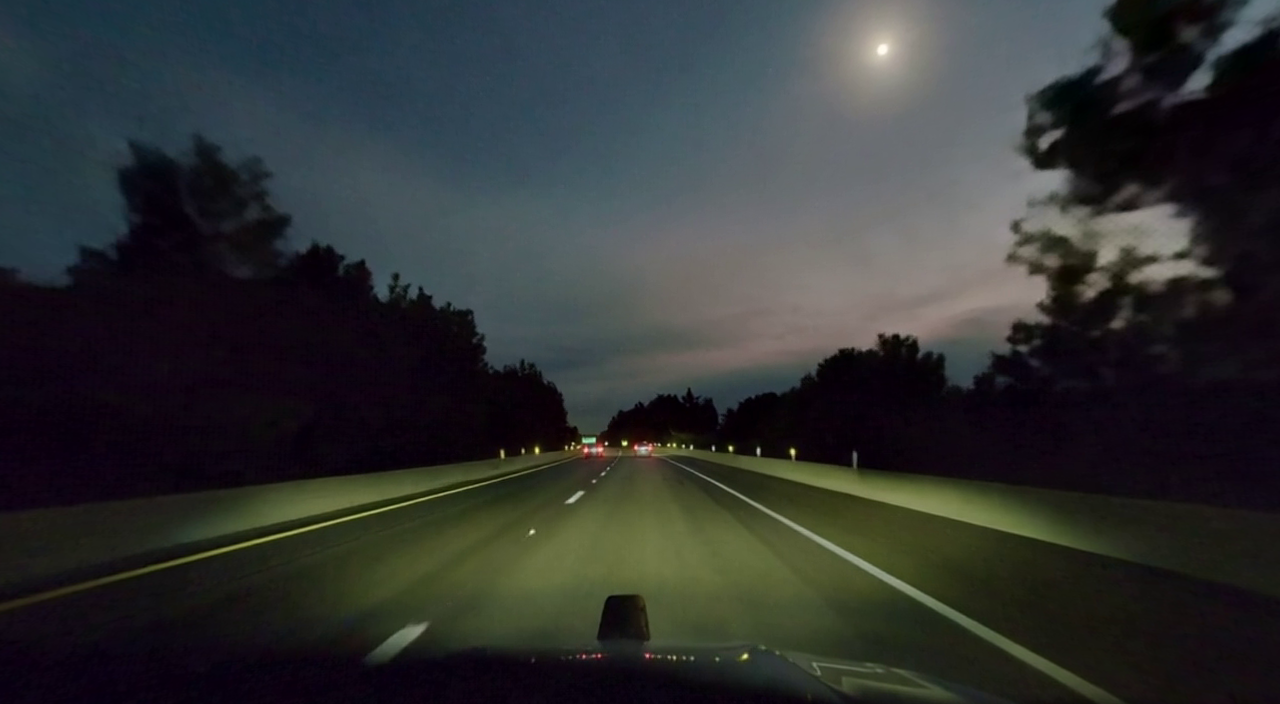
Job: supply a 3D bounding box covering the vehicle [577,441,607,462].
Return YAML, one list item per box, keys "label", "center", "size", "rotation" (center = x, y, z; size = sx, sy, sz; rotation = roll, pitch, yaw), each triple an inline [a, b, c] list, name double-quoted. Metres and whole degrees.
- label: "vehicle"
  center: [-3.613, 7.602, 48.101]
  size: [2.057, 1.514, 3.845]
  rotation: [0, -8, -1]
